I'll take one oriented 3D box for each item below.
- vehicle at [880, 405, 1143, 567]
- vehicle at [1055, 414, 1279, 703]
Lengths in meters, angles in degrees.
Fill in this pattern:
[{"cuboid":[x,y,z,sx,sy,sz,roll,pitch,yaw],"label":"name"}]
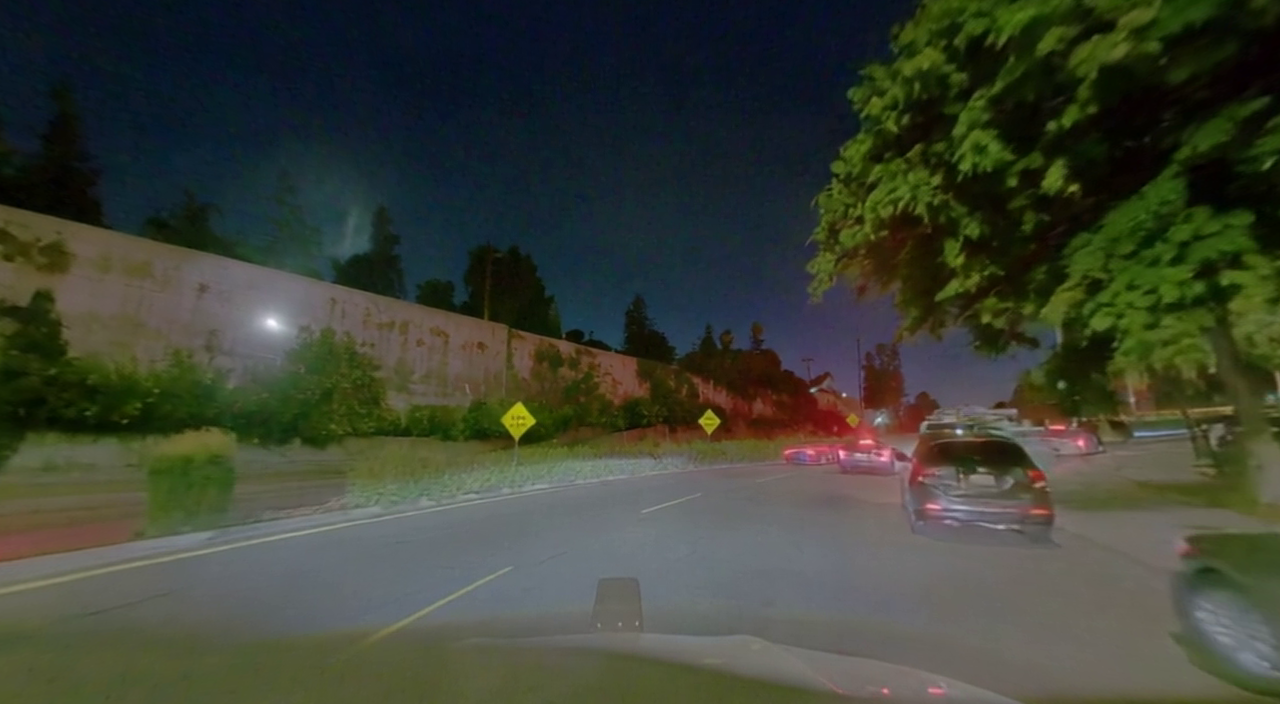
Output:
[{"cuboid":[4.781,1.744,9.135,2.195,1.605,5.134,-3,-9,19],"label":"vehicle"},{"cuboid":[3.462,0.856,1.822,1.877,1.416,4.604,-1,-8,7],"label":"vehicle"}]
